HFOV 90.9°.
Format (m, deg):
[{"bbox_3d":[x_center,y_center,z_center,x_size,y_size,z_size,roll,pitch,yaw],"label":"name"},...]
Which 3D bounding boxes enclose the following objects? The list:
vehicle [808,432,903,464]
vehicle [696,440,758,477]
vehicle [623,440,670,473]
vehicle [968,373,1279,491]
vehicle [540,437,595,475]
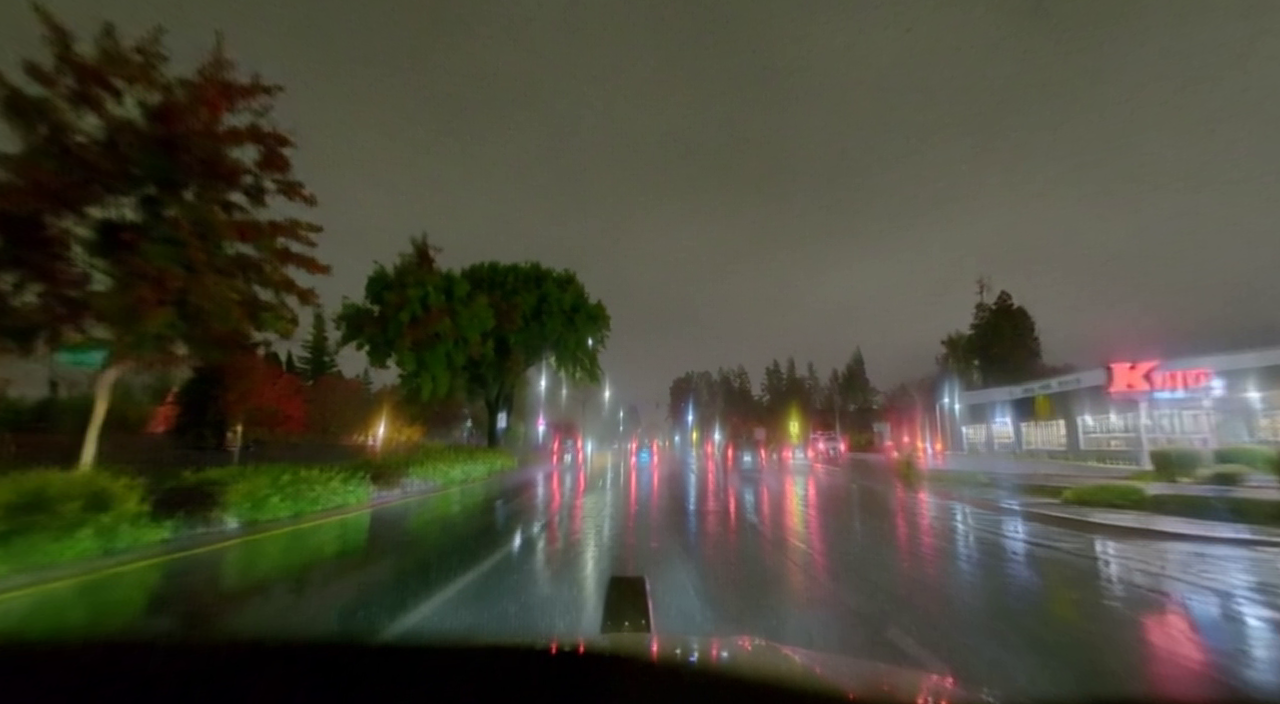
[{"bbox_3d":[13.503,6.082,39.796,5.144,1.834,2.188,-2,-9,2],"label":"vehicle"},{"bbox_3d":[3.730,4.664,27.824,2.012,1.462,4.400,0,-8,-1],"label":"vehicle"},{"bbox_3d":[0.283,4.998,30.377,2.059,1.477,4.216,0,-8,0],"label":"vehicle"},{"bbox_3d":[14.680,2.383,18.382,8.343,3.028,3.002,-1,-10,3],"label":"vehicle"},{"bbox_3d":[-3.255,4.765,29.106,1.995,1.607,4.086,0,-8,1],"label":"vehicle"}]
